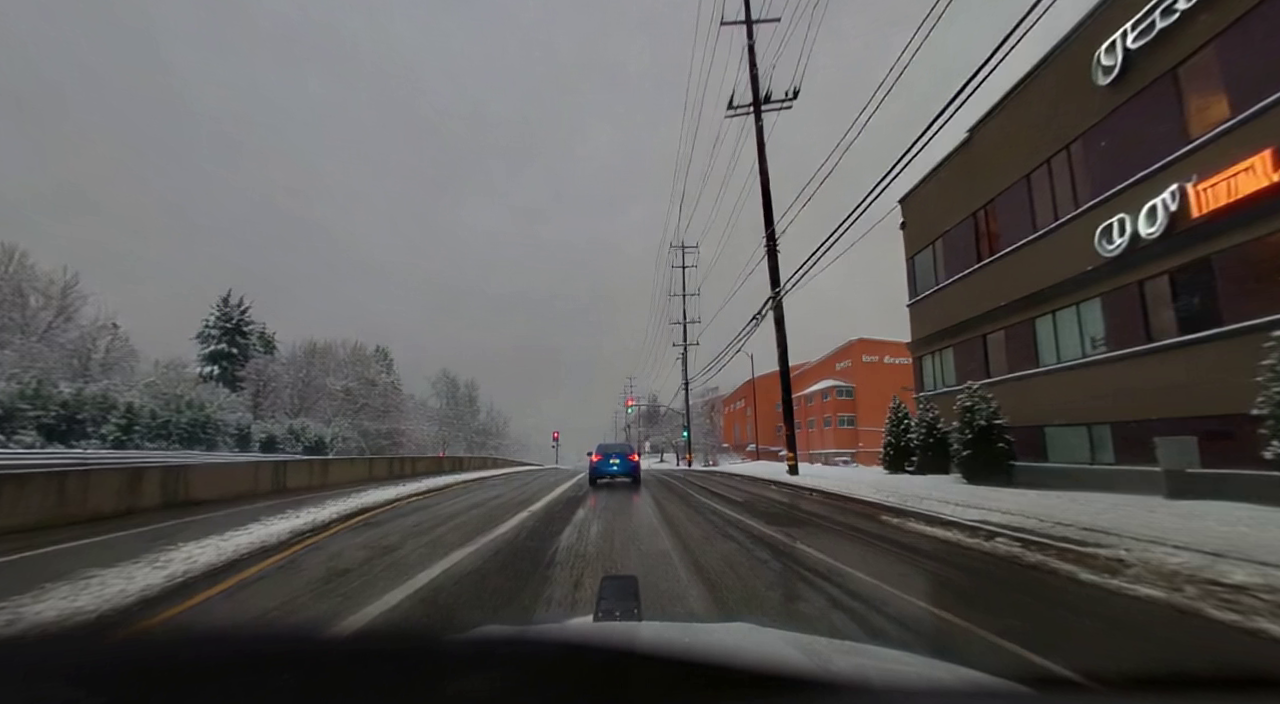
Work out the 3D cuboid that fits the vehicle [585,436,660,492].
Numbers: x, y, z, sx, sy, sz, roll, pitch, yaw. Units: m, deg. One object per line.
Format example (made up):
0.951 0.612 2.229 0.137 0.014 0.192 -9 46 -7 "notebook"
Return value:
-0.600 3.433 19.706 2.123 1.566 3.662 0 -8 -3 "vehicle"
